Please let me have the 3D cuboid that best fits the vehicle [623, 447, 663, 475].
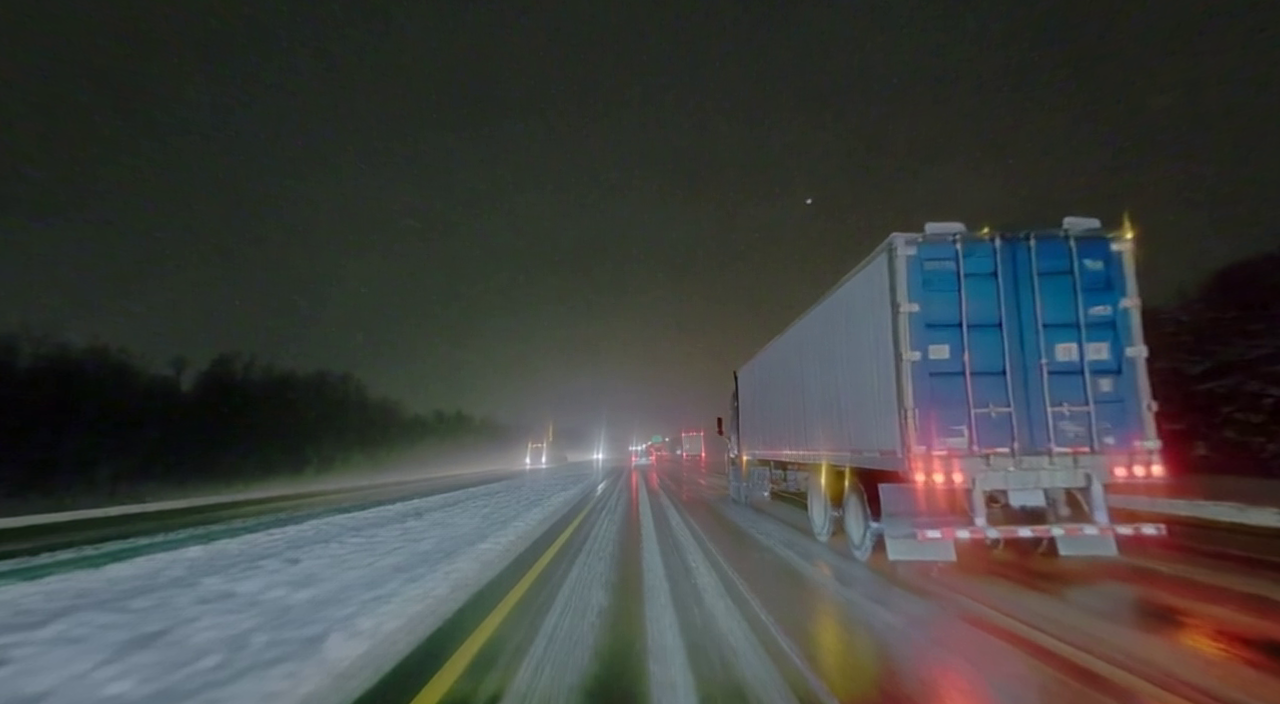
[{"bbox_3d":[0.161,6.044,34.908,2.083,1.473,3.923,0,-9,0],"label":"vehicle"}]
